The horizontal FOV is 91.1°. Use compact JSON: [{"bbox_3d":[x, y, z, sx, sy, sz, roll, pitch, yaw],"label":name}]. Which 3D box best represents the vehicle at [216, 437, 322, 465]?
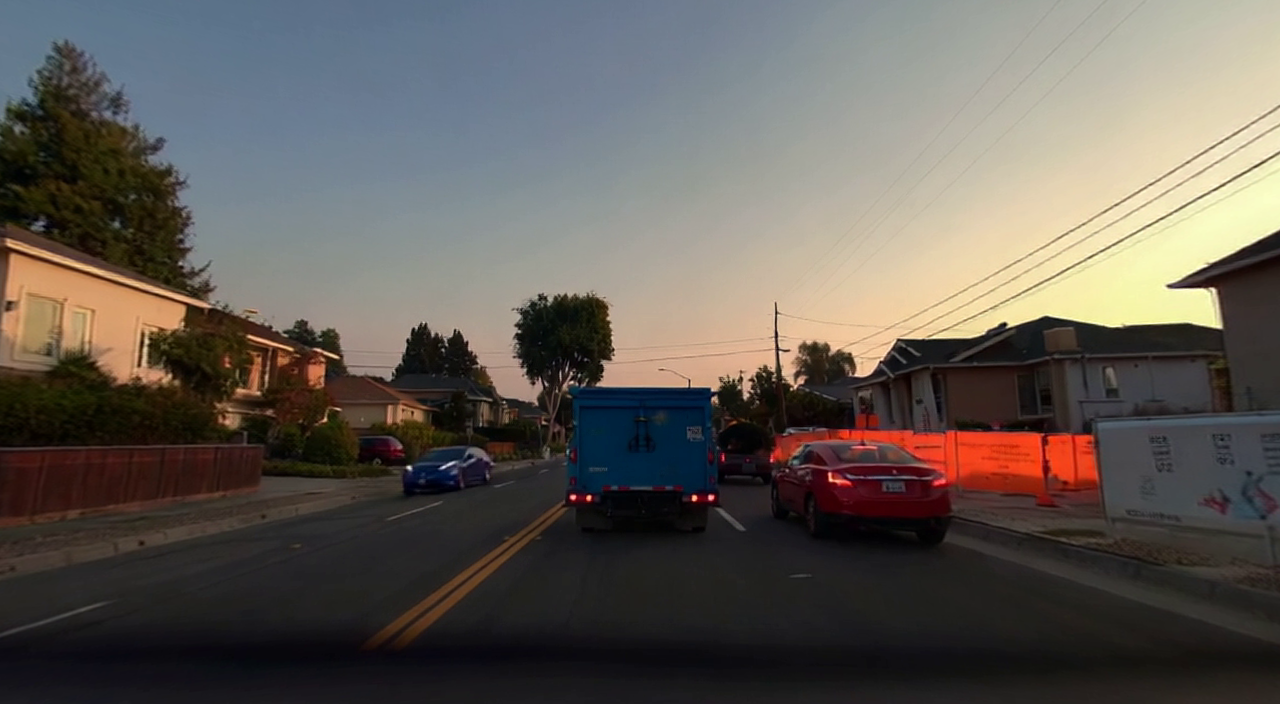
[{"bbox_3d":[-20.352,5.440,34.569,4.706,1.468,1.817,-1,-8,3],"label":"vehicle"}]

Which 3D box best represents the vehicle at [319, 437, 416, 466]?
[{"bbox_3d":[-15.050,5.516,34.857,4.490,1.500,1.875,0,-8,-2],"label":"vehicle"}]

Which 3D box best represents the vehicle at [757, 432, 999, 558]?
[{"bbox_3d":[3.292,2.053,9.867,2.010,1.499,4.481,0,-8,-1],"label":"vehicle"}]

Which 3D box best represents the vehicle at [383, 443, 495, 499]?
[{"bbox_3d":[-6.076,3.614,19.637,1.953,1.528,4.492,0,-8,1],"label":"vehicle"}]

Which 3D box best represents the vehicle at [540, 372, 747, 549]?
[{"bbox_3d":[0.085,1.906,11.654,2.751,2.361,6.347,0,-8,1],"label":"vehicle"}]
